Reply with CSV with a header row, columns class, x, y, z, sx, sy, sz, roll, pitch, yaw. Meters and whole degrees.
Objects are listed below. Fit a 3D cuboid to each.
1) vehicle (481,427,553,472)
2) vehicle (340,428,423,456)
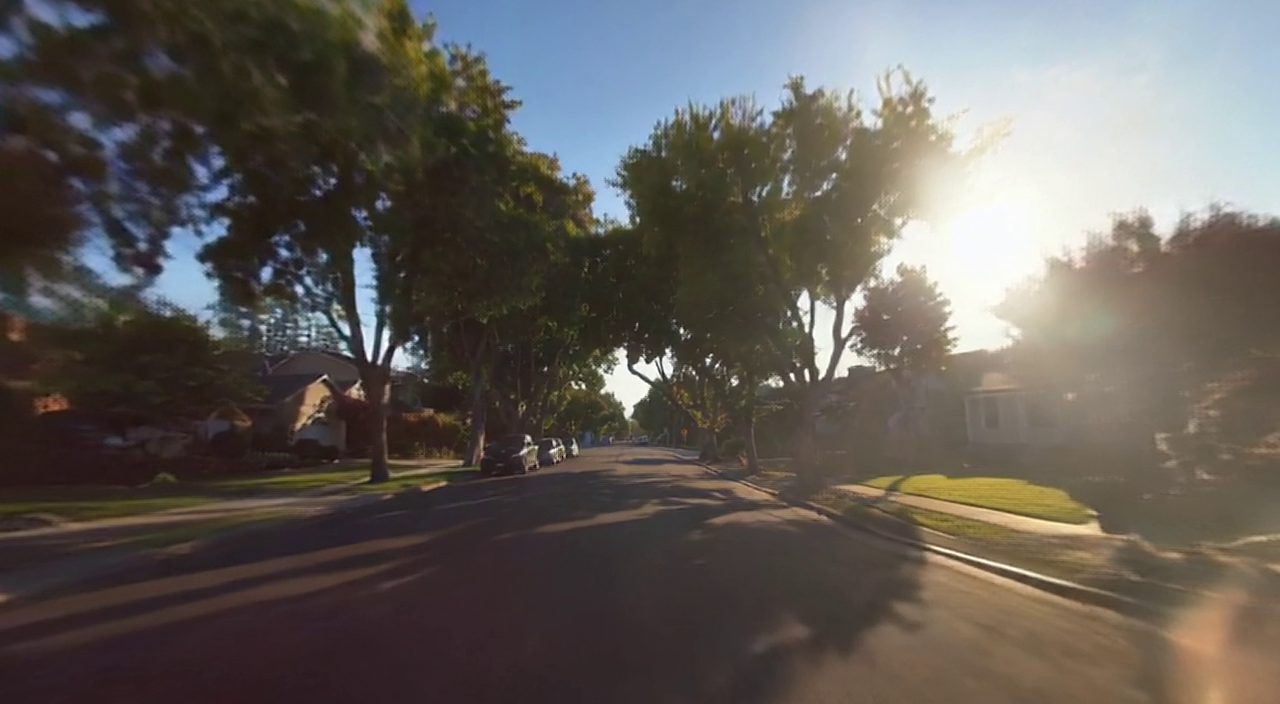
class,x,y,z,sx,sy,sz,roll,pitch,yaw
vehicle,-5.585,4.541,29.615,2.341,1.886,5.684,0,-8,-1
vehicle,-16.917,5.914,41.512,4.546,1.791,1.992,0,-9,-1
